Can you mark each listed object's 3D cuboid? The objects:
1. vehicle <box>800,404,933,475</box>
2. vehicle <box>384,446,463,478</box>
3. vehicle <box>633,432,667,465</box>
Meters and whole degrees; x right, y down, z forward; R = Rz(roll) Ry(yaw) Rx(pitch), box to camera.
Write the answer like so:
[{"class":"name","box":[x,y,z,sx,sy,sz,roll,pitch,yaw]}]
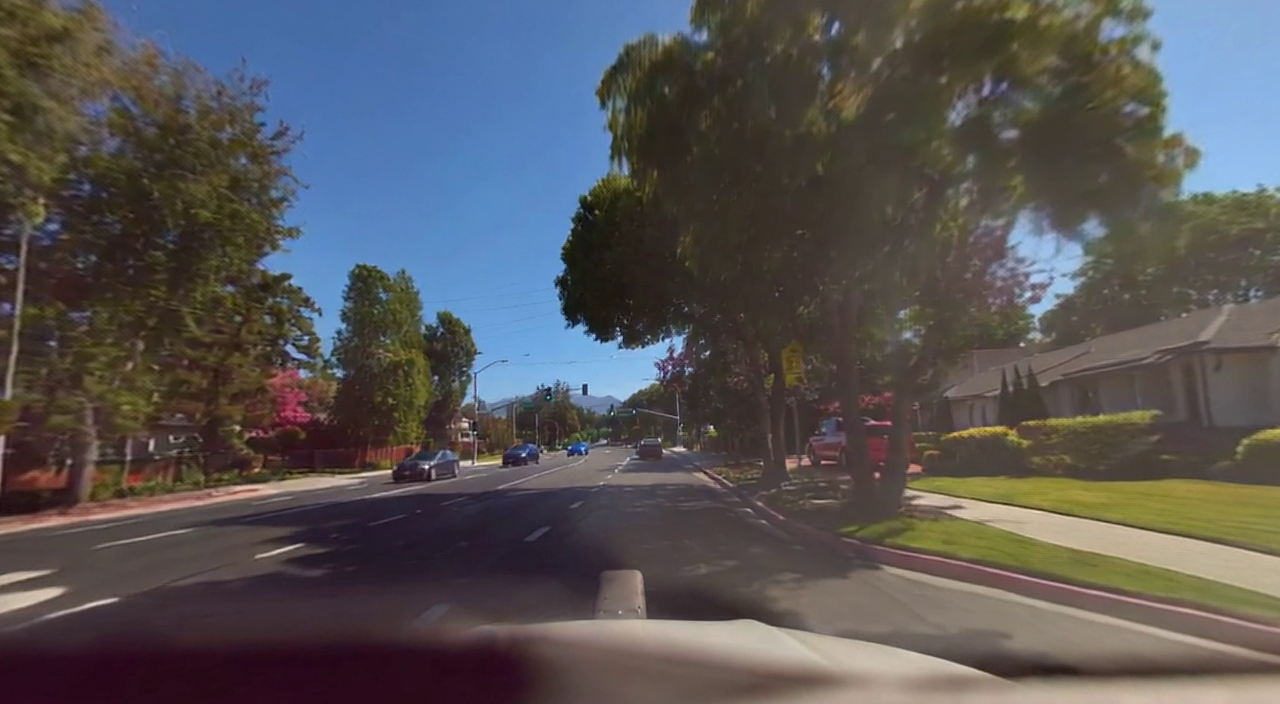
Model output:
[{"class":"vehicle","box":[8.167,3.303,23.734,2.531,2.263,6.802,0,-8,1]},{"class":"vehicle","box":[-11.211,5.717,33.009,2.176,1.528,4.750,-1,-8,4]},{"class":"vehicle","box":[0.627,6.130,40.117,2.059,1.908,4.714,0,-8,1]}]
